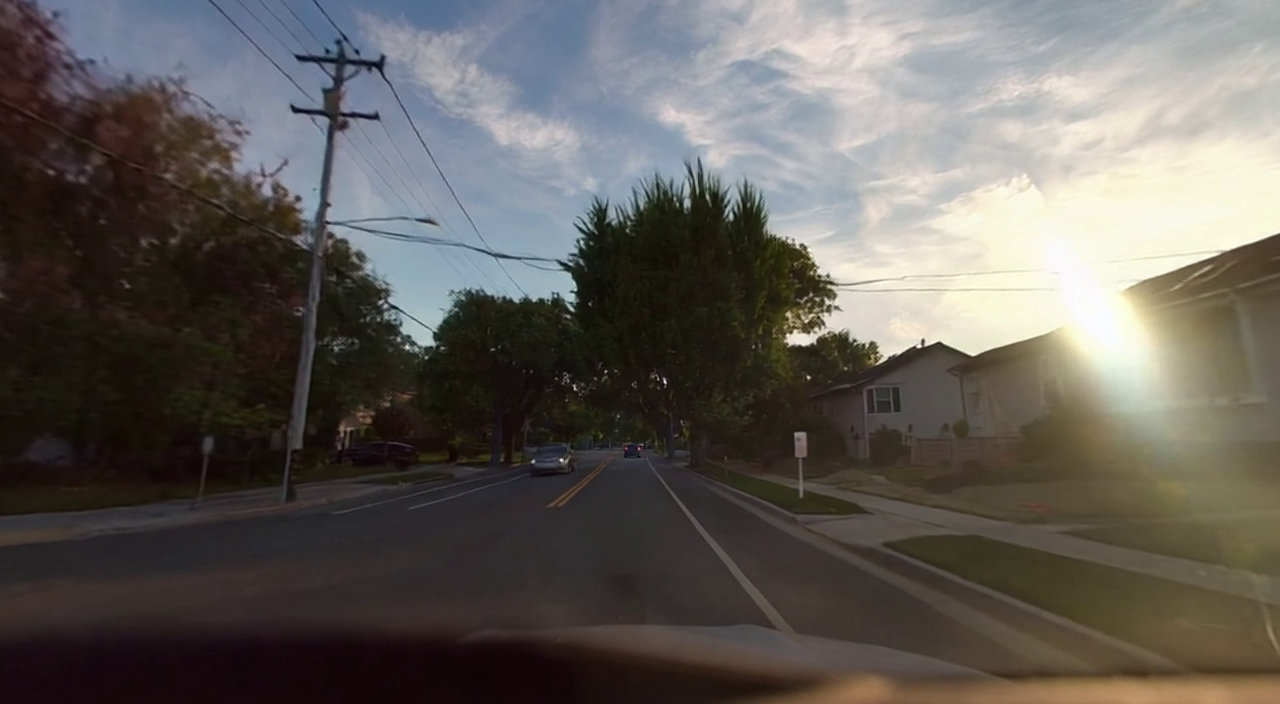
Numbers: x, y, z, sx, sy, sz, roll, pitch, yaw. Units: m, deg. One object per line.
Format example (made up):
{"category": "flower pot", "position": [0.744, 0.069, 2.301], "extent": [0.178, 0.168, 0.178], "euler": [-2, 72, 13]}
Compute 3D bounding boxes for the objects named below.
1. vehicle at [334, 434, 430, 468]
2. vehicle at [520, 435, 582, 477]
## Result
{"category": "vehicle", "position": [-14.914, 5.763, 36.697], "extent": [4.662, 1.832, 2.063], "euler": [1, -8, -5]}
{"category": "vehicle", "position": [-4.031, 4.834, 29.562], "extent": [2.145, 1.762, 4.960], "euler": [1, -8, 0]}
